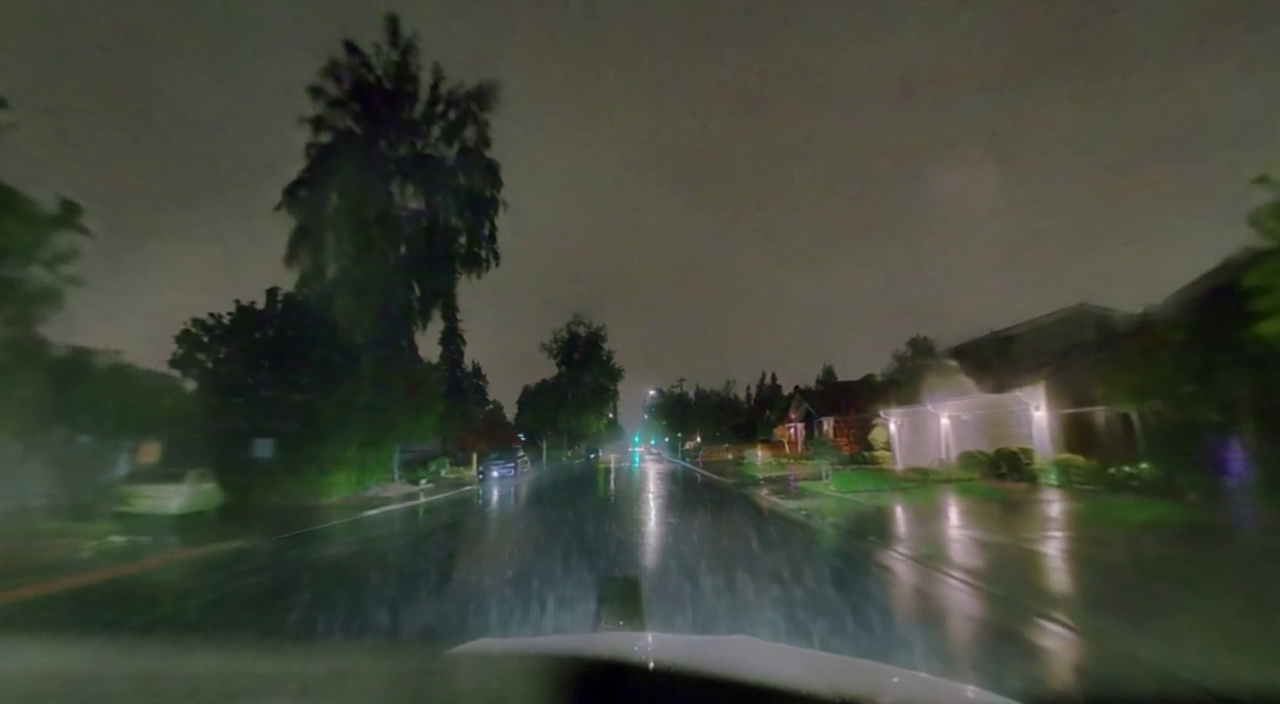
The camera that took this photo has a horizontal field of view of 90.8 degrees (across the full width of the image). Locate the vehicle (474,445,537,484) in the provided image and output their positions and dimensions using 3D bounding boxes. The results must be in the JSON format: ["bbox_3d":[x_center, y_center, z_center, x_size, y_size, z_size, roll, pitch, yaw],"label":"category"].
[{"bbox_3d":[-6.590,5.558,31.570,2.078,1.745,5.119,0,-9,-1],"label":"vehicle"}]
